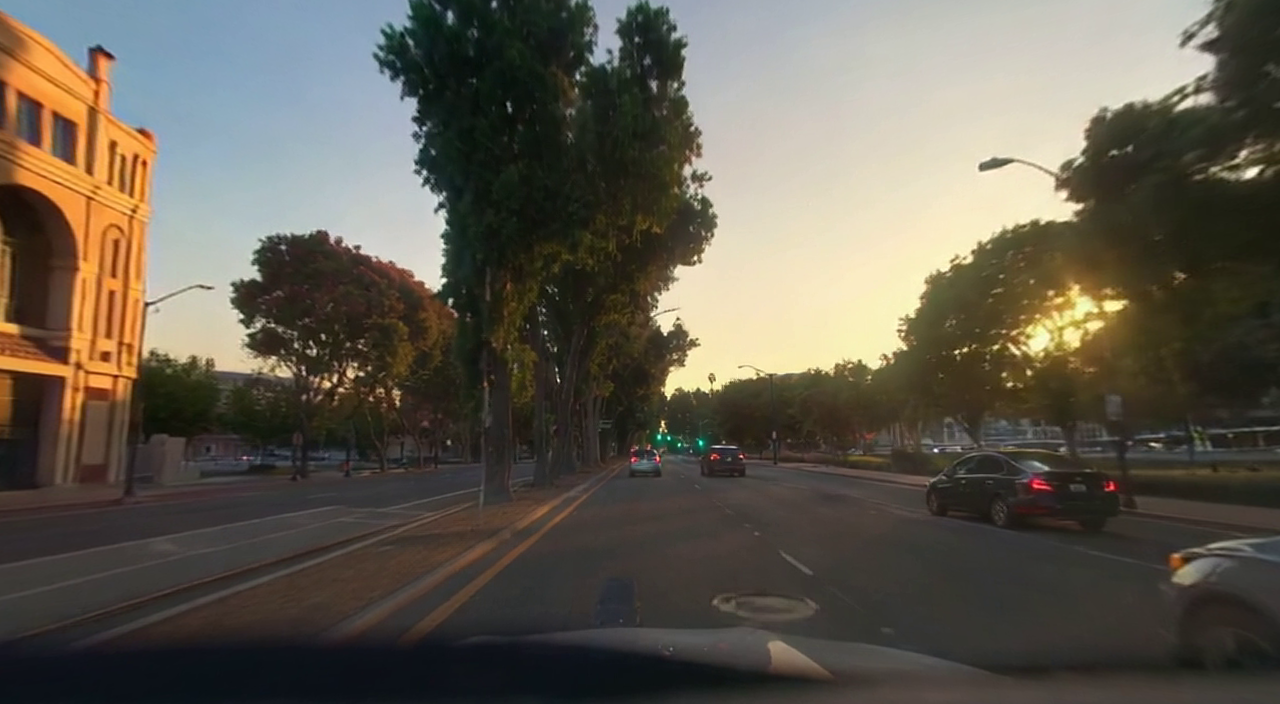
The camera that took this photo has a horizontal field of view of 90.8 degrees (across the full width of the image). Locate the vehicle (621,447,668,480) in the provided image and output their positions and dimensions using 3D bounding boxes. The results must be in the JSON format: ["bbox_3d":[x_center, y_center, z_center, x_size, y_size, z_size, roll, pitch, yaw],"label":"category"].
[{"bbox_3d":[0.216,5.253,29.951,2.054,1.446,3.969,0,-9,1],"label":"vehicle"}]

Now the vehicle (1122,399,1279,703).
[{"bbox_3d":[3.791,0.809,1.693,1.937,1.538,3.832,0,-9,0],"label":"vehicle"}]

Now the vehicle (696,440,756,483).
[{"bbox_3d":[3.784,4.917,28.650,2.036,1.757,4.300,0,-9,-1],"label":"vehicle"}]

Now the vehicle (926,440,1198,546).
[{"bbox_3d":[7.025,2.360,11.234,1.868,1.472,4.274,1,-9,0],"label":"vehicle"}]
